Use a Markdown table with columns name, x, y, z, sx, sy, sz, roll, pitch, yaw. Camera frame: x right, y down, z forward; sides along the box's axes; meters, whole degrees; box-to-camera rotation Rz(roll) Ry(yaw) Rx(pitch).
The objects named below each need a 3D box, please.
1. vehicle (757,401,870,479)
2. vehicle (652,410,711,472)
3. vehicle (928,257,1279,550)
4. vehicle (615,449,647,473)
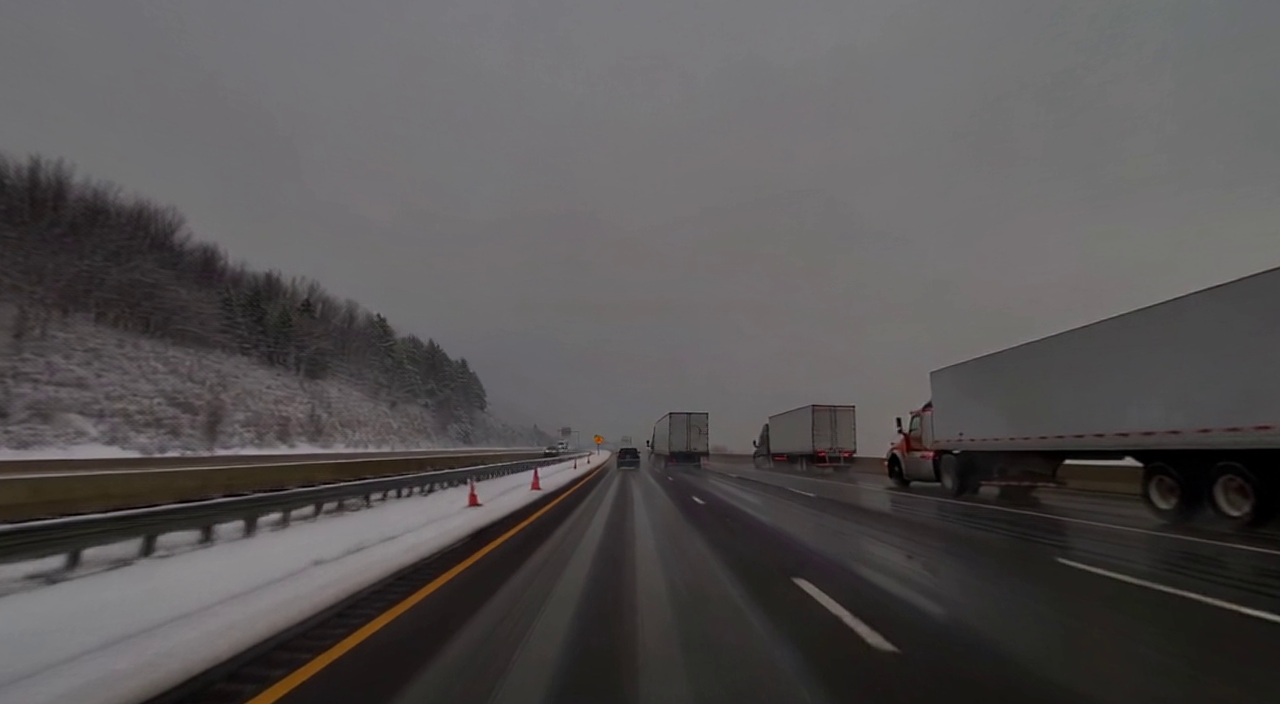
| name | x | y | z | sx | sy | sz | roll | pitch | yaw |
| --- | --- | --- | --- | --- | --- | --- | --- | --- | --- |
| vehicle | 10.510 | 5.770 | 40.551 | 2.854 | 4.112 | 14.088 | 0 | -9 | -2 |
| vehicle | 2.768 | 6.873 | 47.836 | 2.986 | 3.916 | 15.375 | 0 | -9 | -2 |
| vehicle | 10.607 | 1.408 | 13.299 | 2.830 | 4.100 | 13.915 | 0 | -9 | 1 |
| vehicle | -0.602 | 6.950 | 40.380 | 1.927 | 1.437 | 3.794 | 0 | -9 | -2 |
